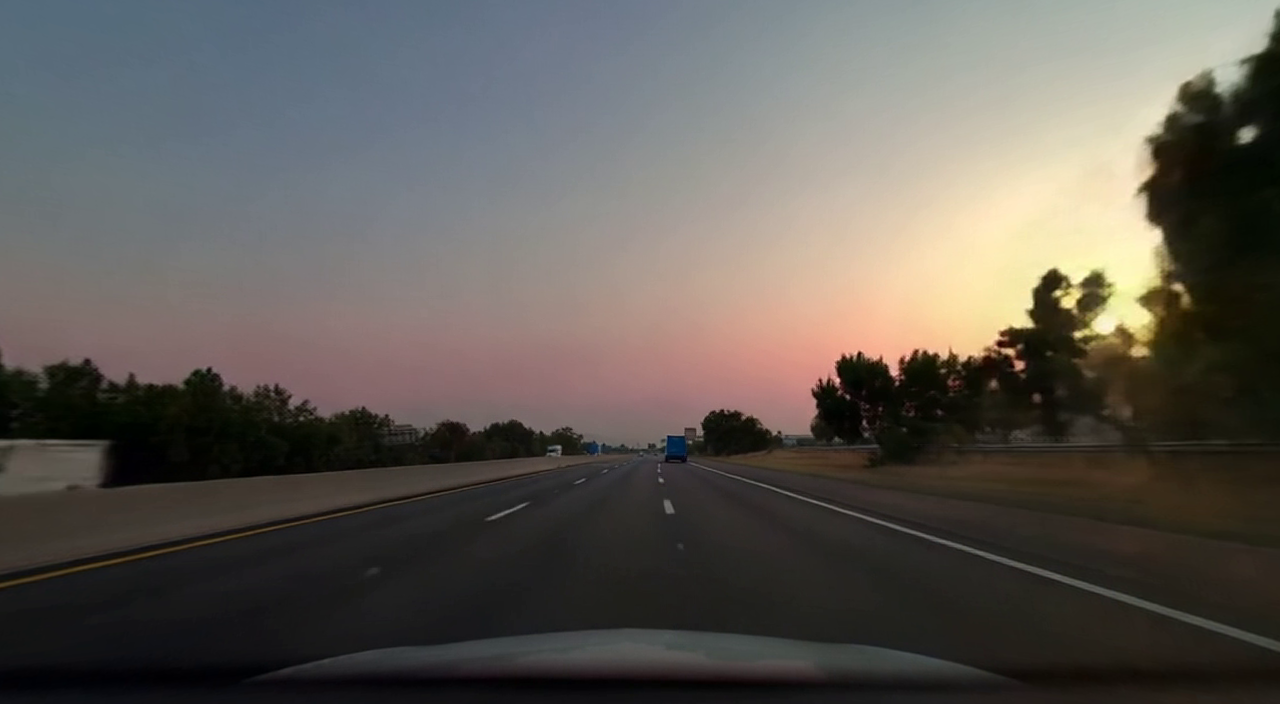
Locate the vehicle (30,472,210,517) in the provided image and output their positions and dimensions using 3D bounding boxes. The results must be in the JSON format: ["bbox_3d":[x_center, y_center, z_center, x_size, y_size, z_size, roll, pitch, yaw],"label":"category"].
[{"bbox_3d":[-20.604,5.650,25.459,2.173,1.369,5.924,0,-9,1],"label":"vehicle"}]
